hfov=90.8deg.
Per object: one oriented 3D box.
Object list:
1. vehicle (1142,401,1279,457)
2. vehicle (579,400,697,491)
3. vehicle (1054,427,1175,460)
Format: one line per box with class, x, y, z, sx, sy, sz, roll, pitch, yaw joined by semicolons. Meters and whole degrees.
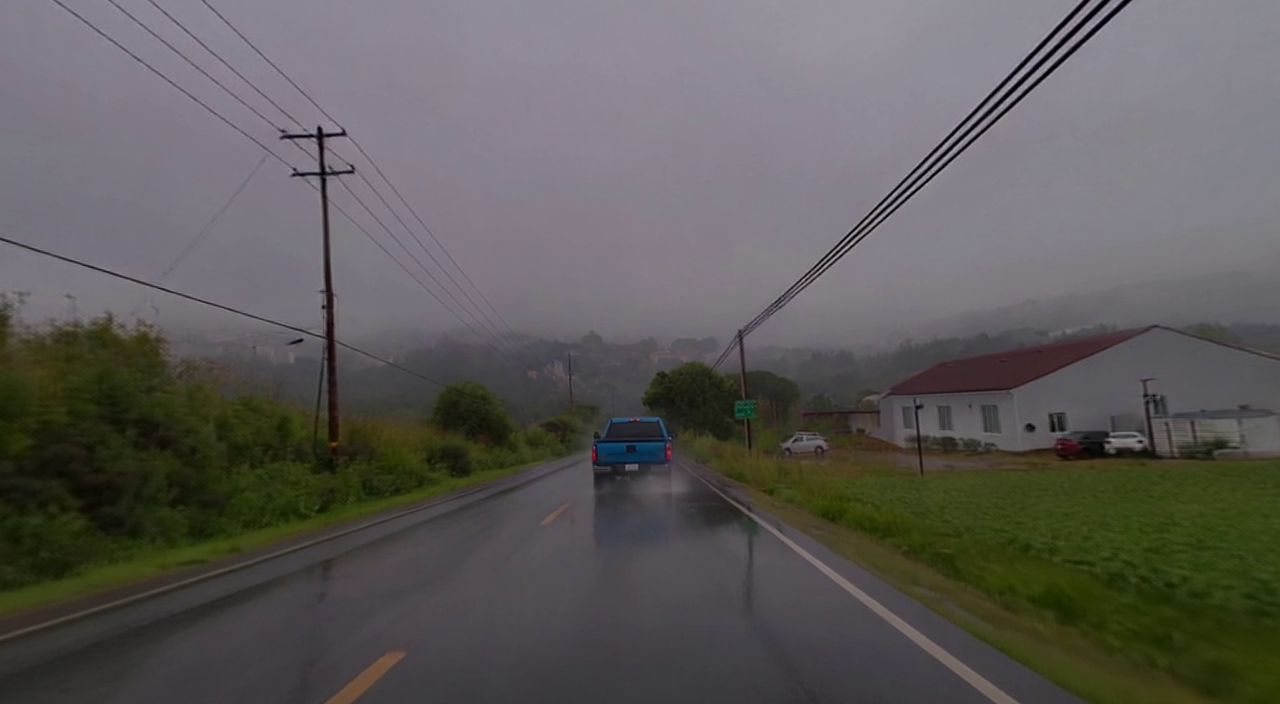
vehicle;33.638;4.549;36.604;2.581;2.932;6.340;4;-9;-27
vehicle;-0.099;2.942;19.954;3.021;2.326;7.410;0;-8;-1
vehicle;31.411;6.134;42.186;2.323;2.002;6.310;2;-9;-13
